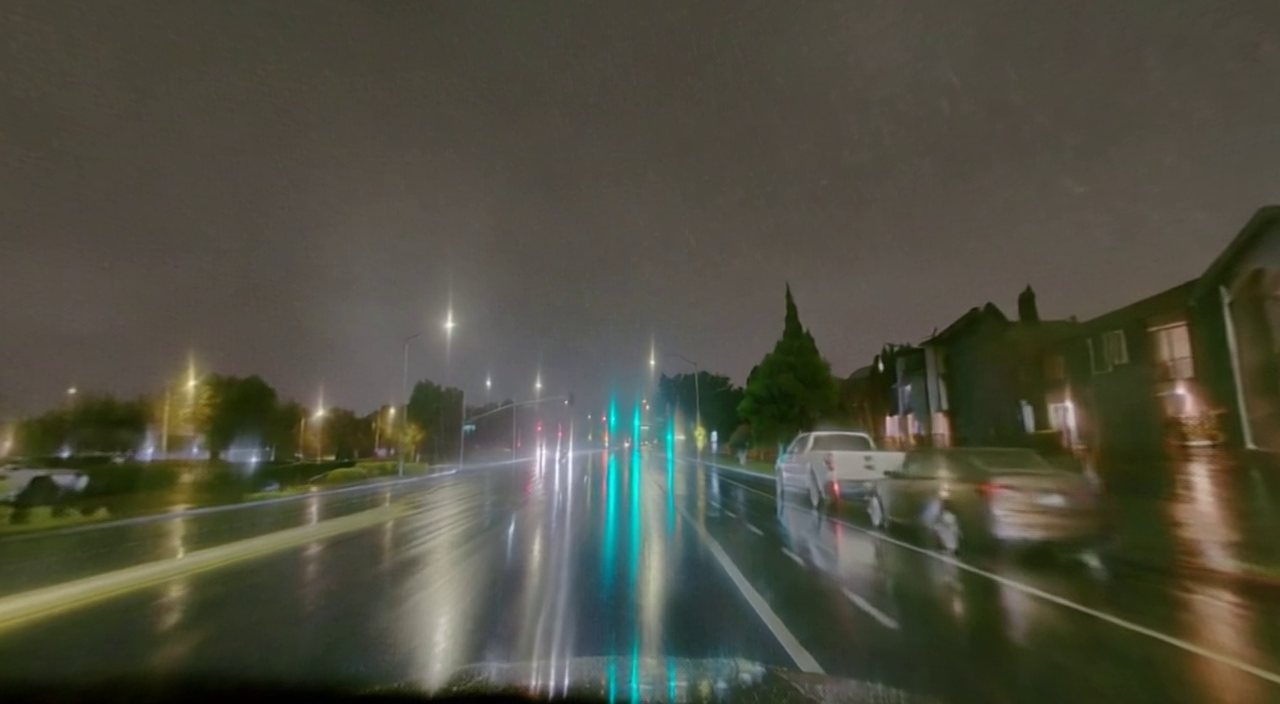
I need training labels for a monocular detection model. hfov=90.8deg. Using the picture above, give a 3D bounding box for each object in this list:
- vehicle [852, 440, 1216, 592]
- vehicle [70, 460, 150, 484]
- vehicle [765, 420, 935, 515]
[{"bbox_3d":[4.497,1.885,8.220,1.935,1.433,4.241,0,-8,-1],"label":"vehicle"},{"bbox_3d":[-36.017,8.134,43.093,3.854,1.476,1.842,5,-10,-32],"label":"vehicle"},{"bbox_3d":[4.632,2.643,14.992,2.115,1.843,5.141,0,-8,-2],"label":"vehicle"}]
